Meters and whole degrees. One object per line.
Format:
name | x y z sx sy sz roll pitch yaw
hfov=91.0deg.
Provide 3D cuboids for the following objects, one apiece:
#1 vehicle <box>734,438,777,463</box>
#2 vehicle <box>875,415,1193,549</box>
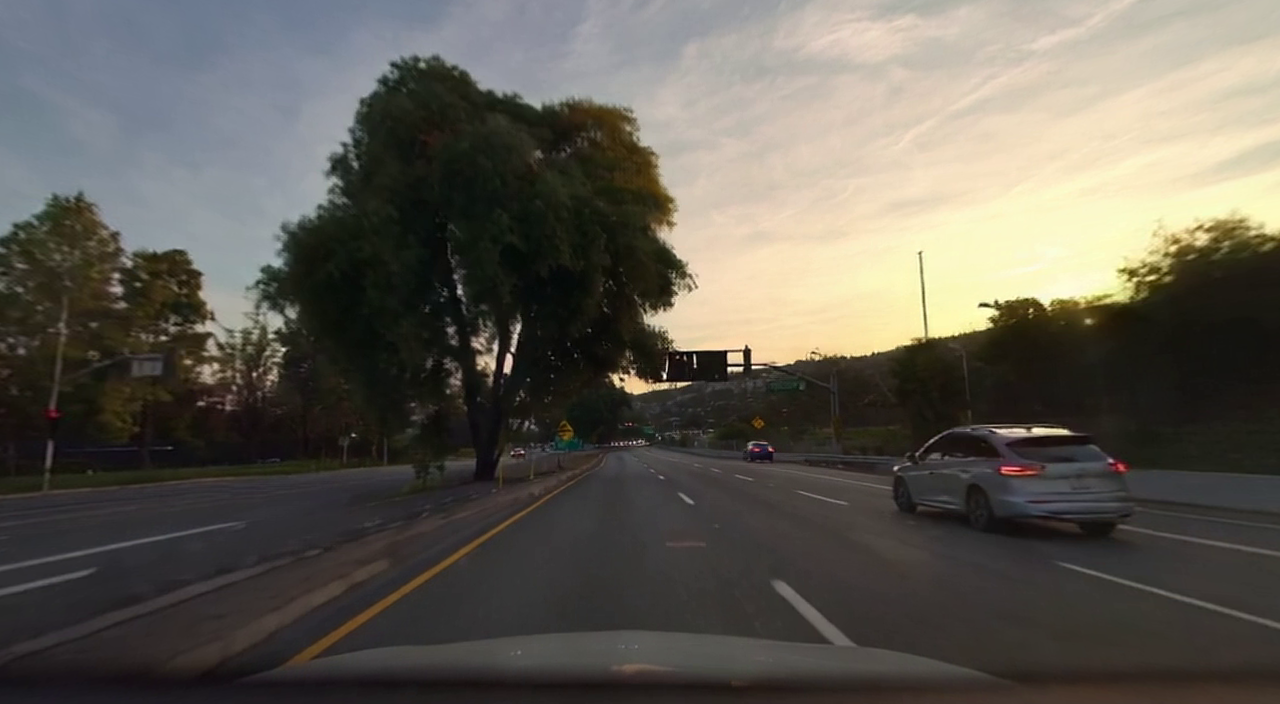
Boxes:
vehicle | 8.698 7.474 47.817 2.170 1.830 4.720 0 -9 -2
vehicle | 5.881 1.992 10.359 2.066 1.683 4.675 0 -9 -2
